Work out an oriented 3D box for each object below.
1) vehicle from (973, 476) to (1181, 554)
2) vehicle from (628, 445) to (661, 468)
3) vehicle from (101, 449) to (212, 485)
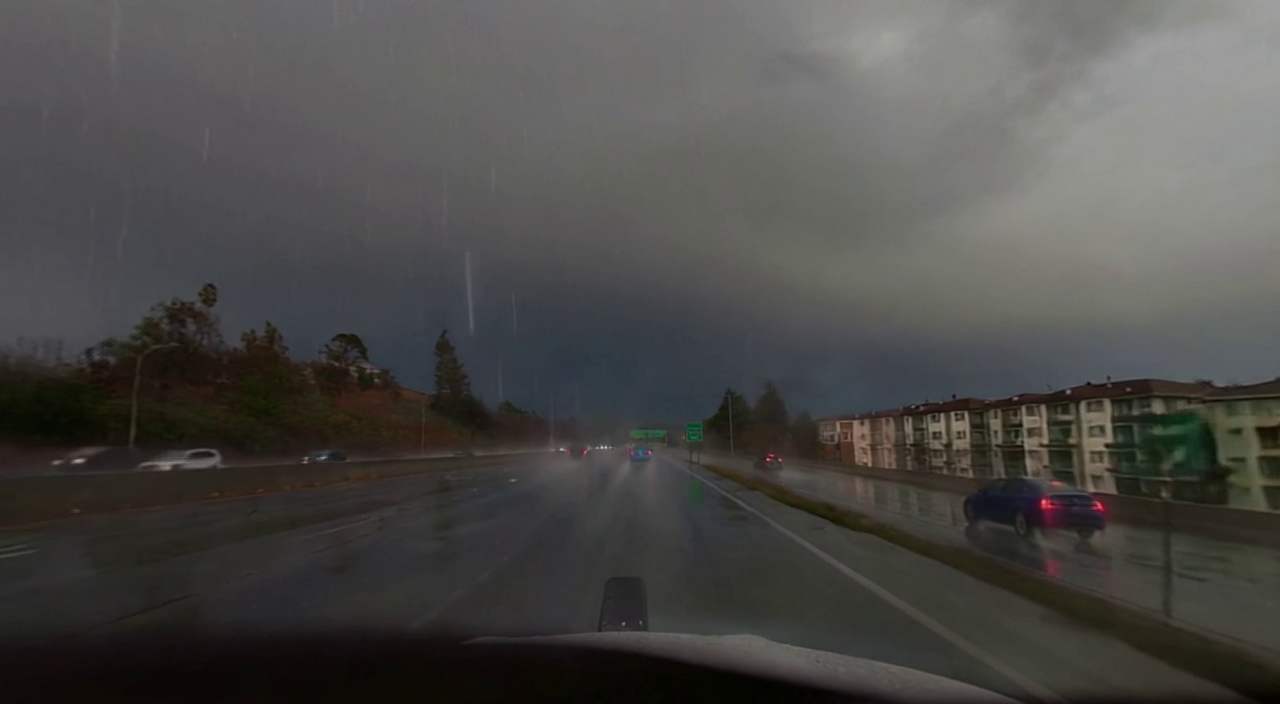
[{"bbox_3d":[14.726,5.468,21.898,2.599,1.962,5.759,1,-8,-8],"label":"vehicle"},{"bbox_3d":[0.276,6.770,41.116,2.051,1.443,3.770,0,-8,0],"label":"vehicle"},{"bbox_3d":[-23.049,5.480,30.329,1.823,1.517,4.379,0,-8,0],"label":"vehicle"}]
